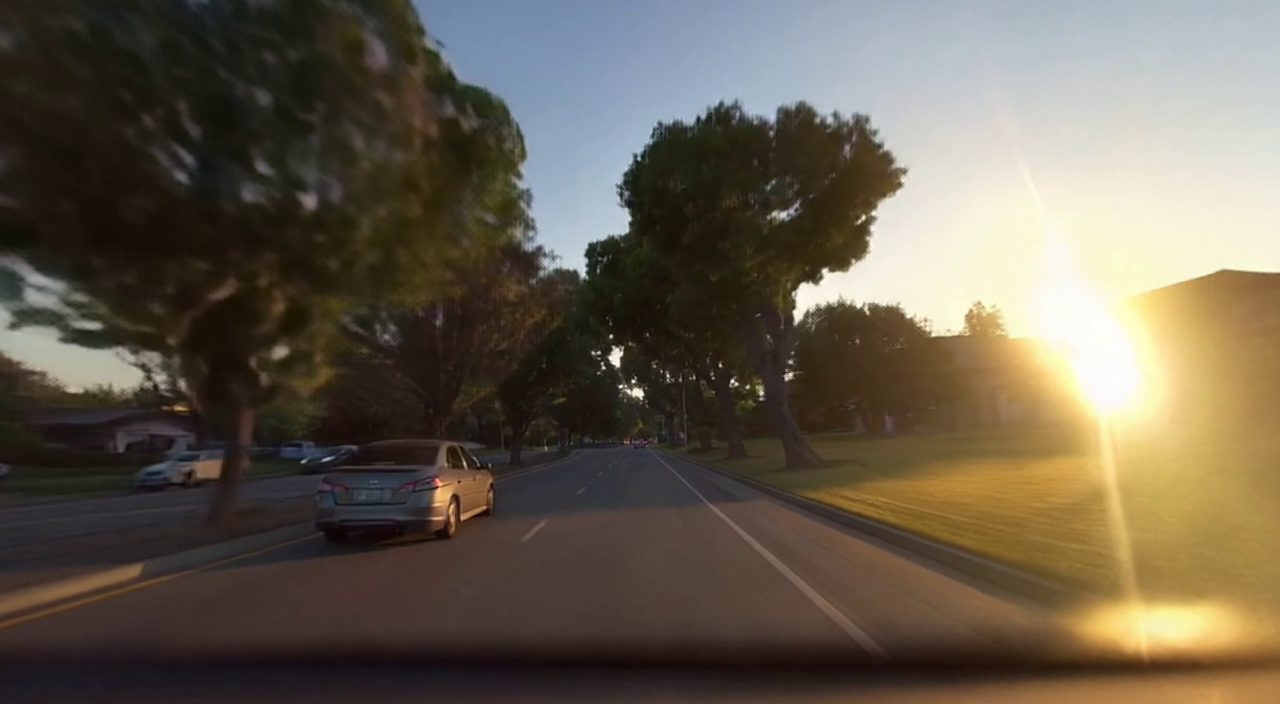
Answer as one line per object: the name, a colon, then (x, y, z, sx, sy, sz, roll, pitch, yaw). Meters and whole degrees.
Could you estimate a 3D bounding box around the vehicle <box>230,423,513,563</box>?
vehicle: (-3.387, 1.878, 9.286, 2.020, 1.478, 4.890, 0, -8, 0)

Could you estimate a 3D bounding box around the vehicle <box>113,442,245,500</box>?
vehicle: (-17.660, 4.509, 24.505, 1.996, 1.675, 4.437, -4, -6, -3)
